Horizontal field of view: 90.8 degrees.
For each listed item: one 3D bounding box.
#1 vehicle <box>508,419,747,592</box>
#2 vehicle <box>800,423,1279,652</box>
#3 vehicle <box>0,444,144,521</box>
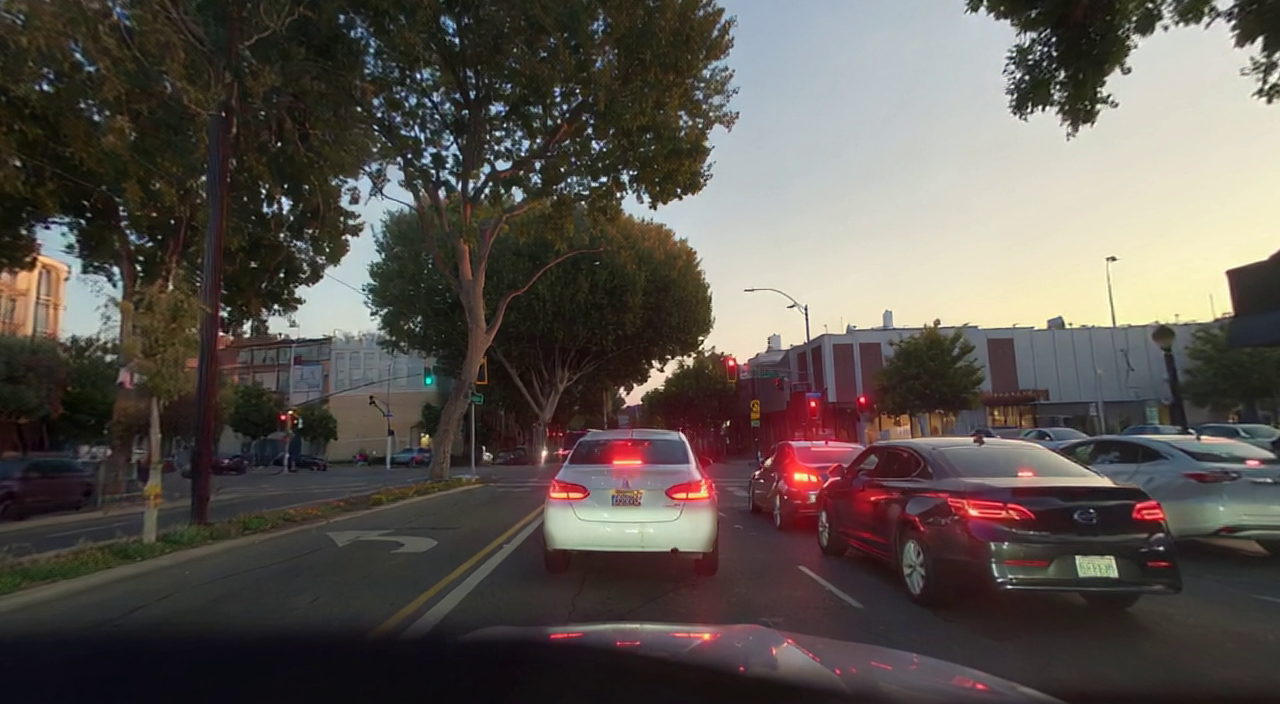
[{"bbox_3d":[-0.139,1.669,7.688,2.118,1.512,4.013,0,-9,-1],"label":"vehicle"},{"bbox_3d":[3.209,1.543,6.423,1.912,1.454,4.537,0,-9,-1],"label":"vehicle"},{"bbox_3d":[-14.676,3.089,15.483,1.933,1.614,4.042,0,-9,-4],"label":"vehicle"}]
